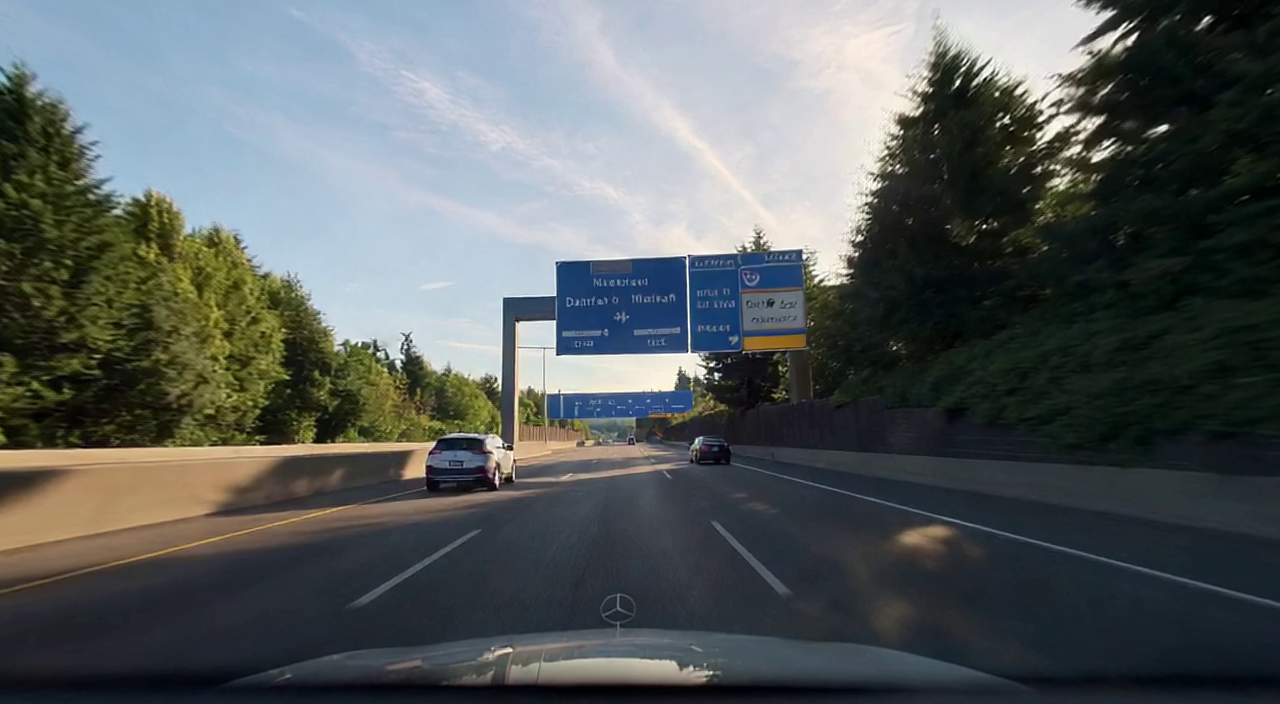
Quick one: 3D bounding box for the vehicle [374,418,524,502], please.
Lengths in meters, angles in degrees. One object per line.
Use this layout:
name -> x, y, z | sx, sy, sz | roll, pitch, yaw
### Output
vehicle -> -4.203, 2.444, 14.692 | 2.219, 1.660, 4.153 | 0, -8, -1

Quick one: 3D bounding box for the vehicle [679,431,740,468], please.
vehicle -> 3.040, 4.390, 28.491 | 2.077, 1.523, 4.539 | 0, -8, -2
